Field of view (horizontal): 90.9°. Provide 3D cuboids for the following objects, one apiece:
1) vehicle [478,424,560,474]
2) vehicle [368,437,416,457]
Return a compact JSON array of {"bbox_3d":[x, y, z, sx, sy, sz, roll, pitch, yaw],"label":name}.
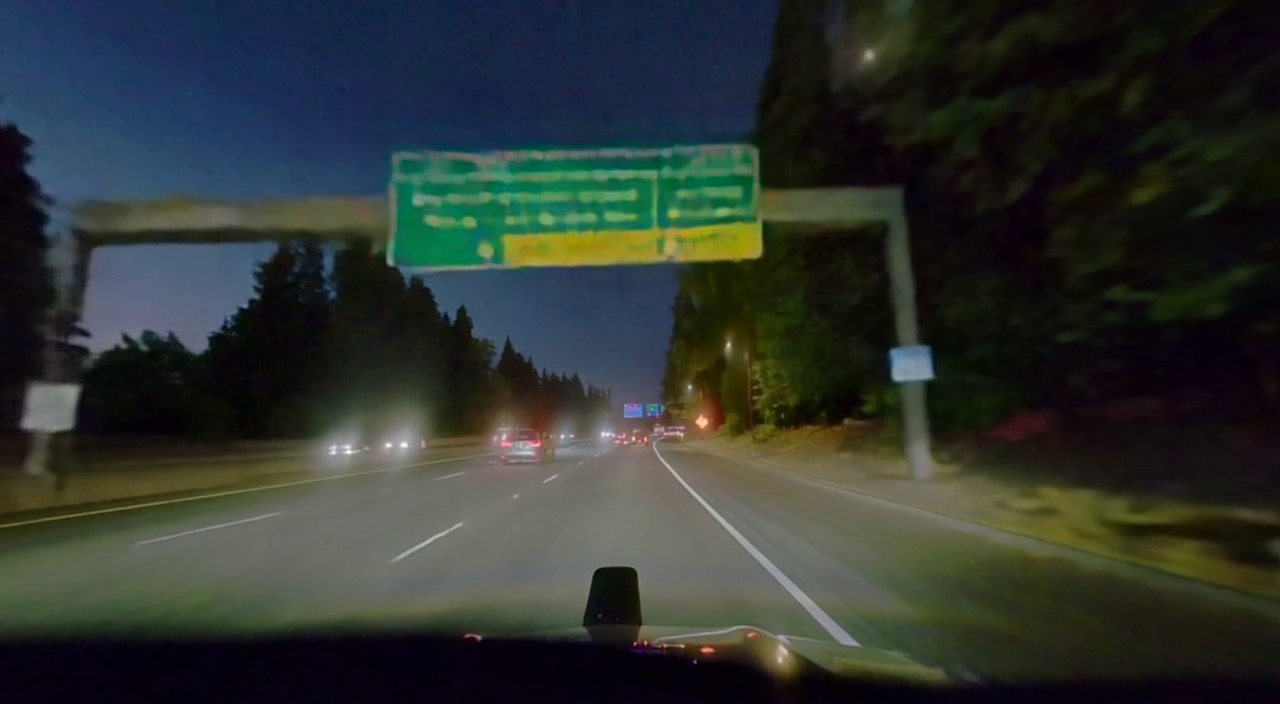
[{"bbox_3d":[-4.249,3.471,22.934,2.052,1.626,4.514,0,-7,1],"label":"vehicle"},{"bbox_3d":[-19.481,7.456,49.693,1.803,1.464,4.532,0,-7,1],"label":"vehicle"}]
